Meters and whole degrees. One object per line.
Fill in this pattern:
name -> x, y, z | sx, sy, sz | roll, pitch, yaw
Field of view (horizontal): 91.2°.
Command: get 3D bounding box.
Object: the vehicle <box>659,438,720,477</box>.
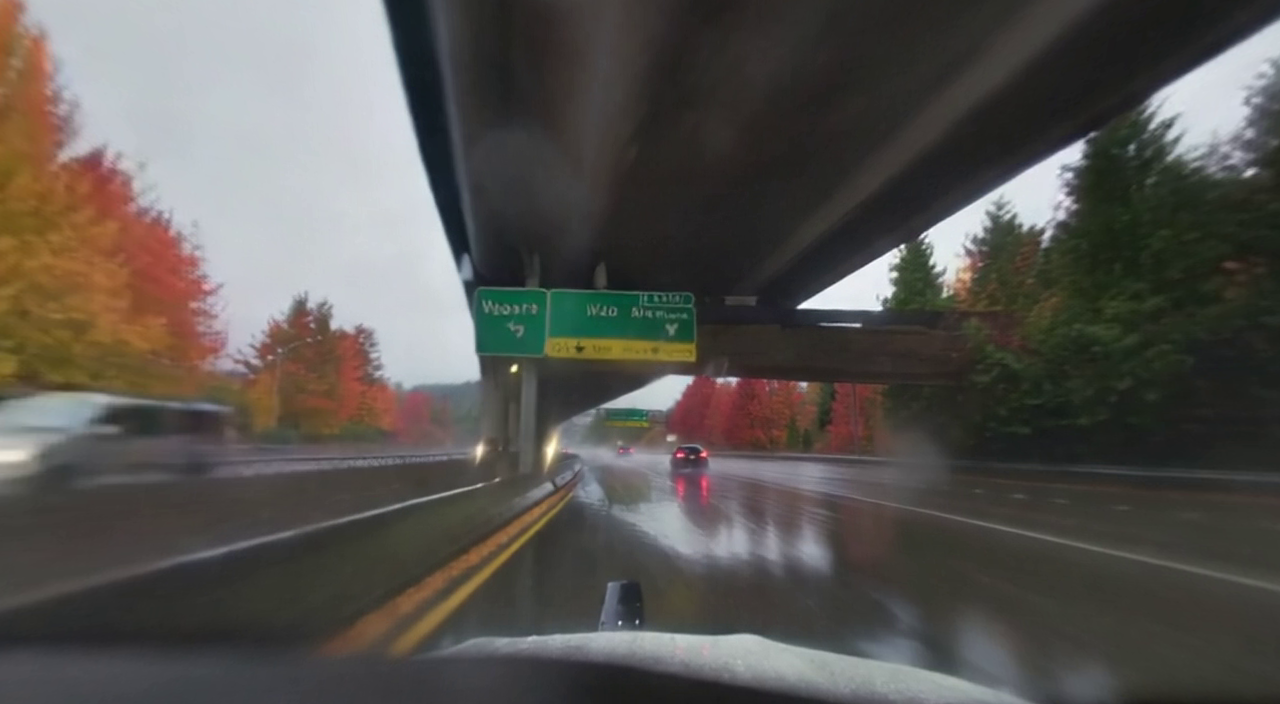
vehicle -> 2.191, 4.879, 29.024 | 2.337, 1.633, 4.222 | 0, -9, -2

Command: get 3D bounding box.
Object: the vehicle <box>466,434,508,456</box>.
vehicle -> -10.844, 6.662, 44.659 | 2.075, 1.502, 4.483 | 0, -9, -3

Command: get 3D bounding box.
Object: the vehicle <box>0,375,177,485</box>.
vehicle -> -9.599, 1.267, 9.801 | 1.812, 1.479, 3.751 | 0, -9, 0
